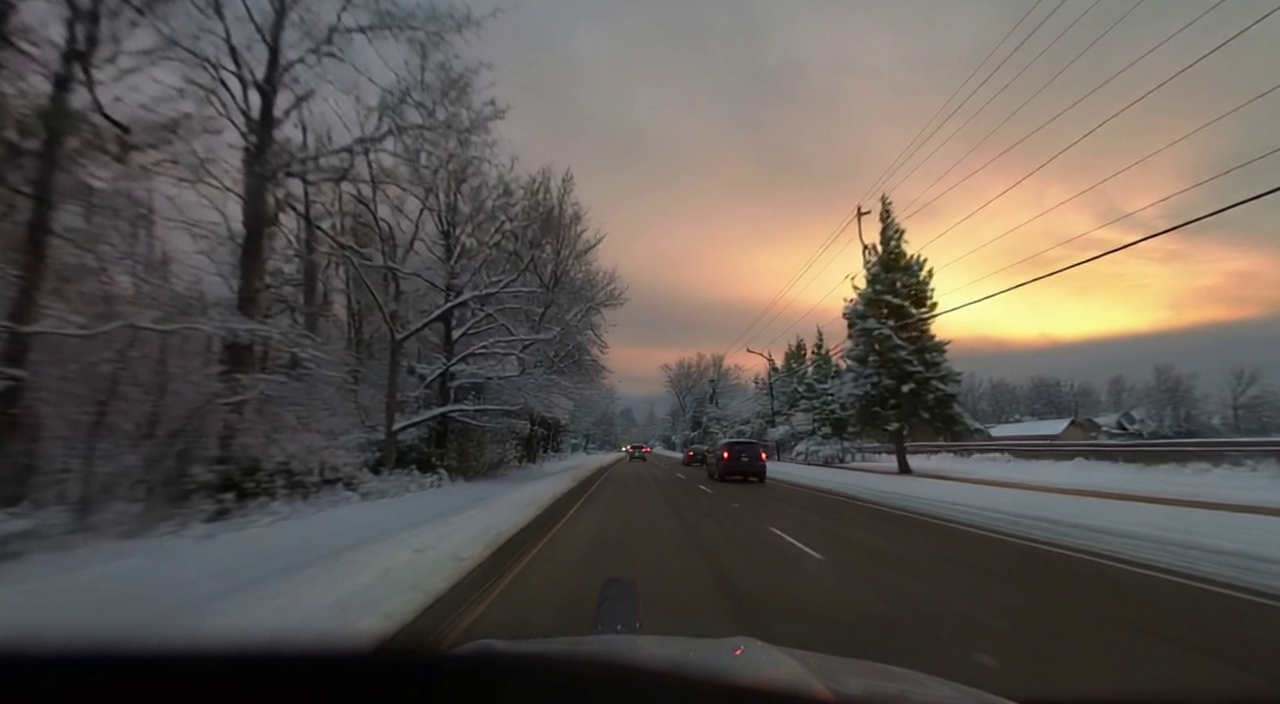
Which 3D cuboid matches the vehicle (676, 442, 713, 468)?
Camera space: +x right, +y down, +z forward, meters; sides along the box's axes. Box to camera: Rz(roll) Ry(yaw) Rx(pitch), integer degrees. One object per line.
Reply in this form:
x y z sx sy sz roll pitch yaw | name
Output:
3.688 7.080 43.500 2.012 1.653 4.115 0 -9 -2 | vehicle

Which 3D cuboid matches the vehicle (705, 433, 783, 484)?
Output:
3.950 4.145 24.891 2.112 1.825 4.574 0 -9 -2 | vehicle
